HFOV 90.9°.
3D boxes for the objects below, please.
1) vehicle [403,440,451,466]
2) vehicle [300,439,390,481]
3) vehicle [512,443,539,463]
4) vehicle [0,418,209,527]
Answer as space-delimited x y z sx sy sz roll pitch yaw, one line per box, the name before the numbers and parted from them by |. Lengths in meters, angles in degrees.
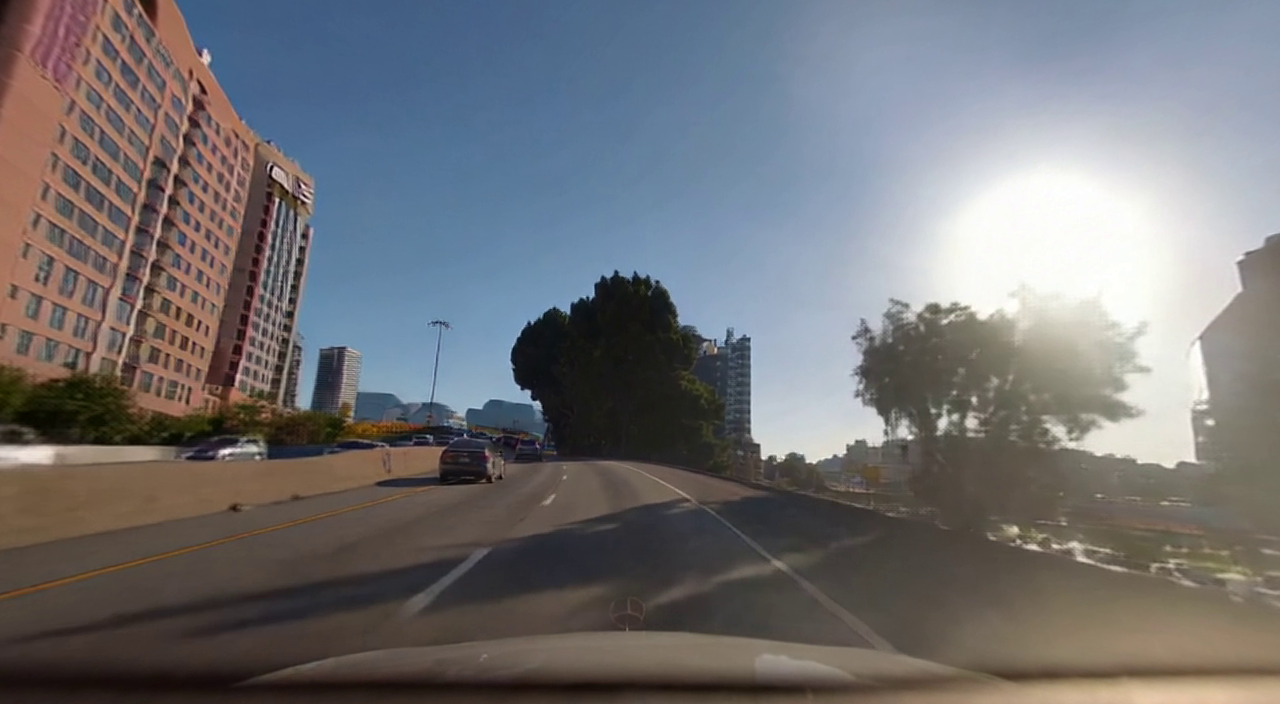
vehicle | -13.282 6.330 39.569 1.957 1.514 4.528 1 -9 -7
vehicle | -11.737 4.295 25.371 1.897 1.538 4.033 0 -9 -4
vehicle | -8.882 7.841 49.115 1.885 1.469 4.211 1 -9 -9
vehicle | -11.028 2.239 12.240 2.028 1.675 4.870 0 -9 -3
